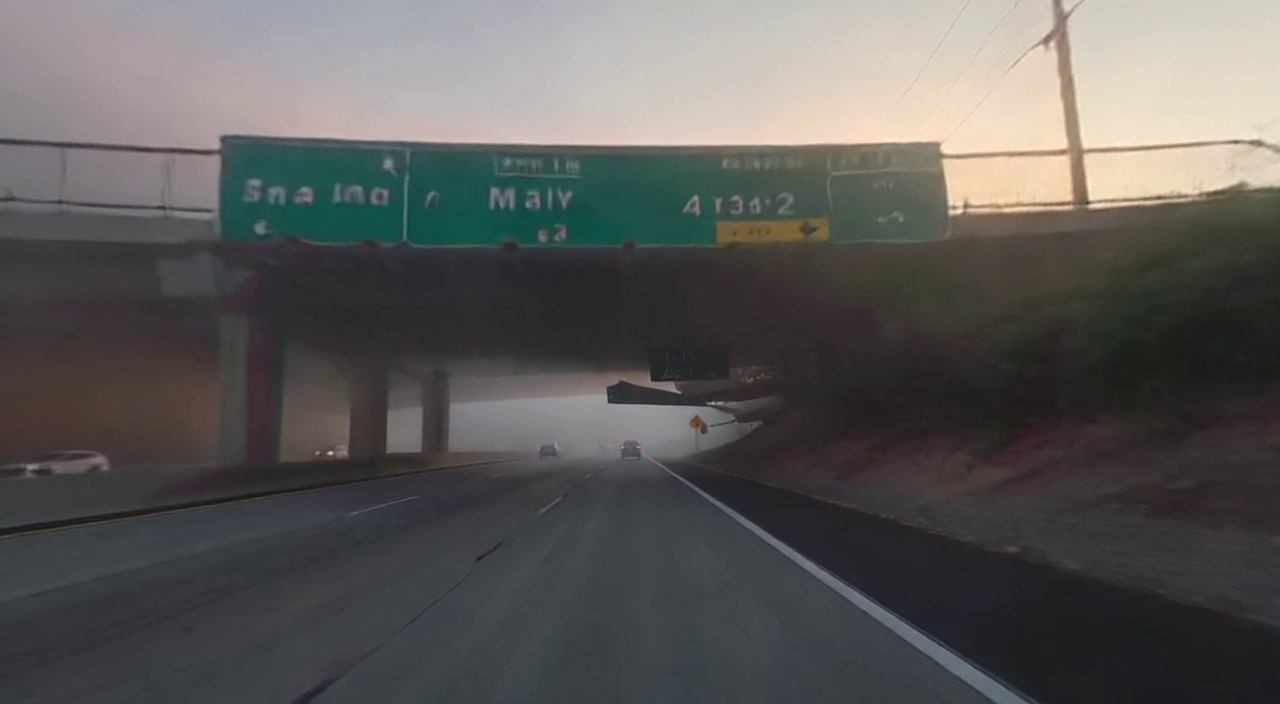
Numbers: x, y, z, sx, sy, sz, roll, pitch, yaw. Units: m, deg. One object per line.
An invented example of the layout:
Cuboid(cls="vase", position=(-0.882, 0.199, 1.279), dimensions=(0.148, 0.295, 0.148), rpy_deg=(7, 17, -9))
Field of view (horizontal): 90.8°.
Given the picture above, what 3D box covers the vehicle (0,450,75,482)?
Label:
Cuboid(cls="vehicle", position=(-32.467, 5.901, 32.872), dimensions=(1.939, 1.460, 4.471), rpy_deg=(1, -8, 0))
